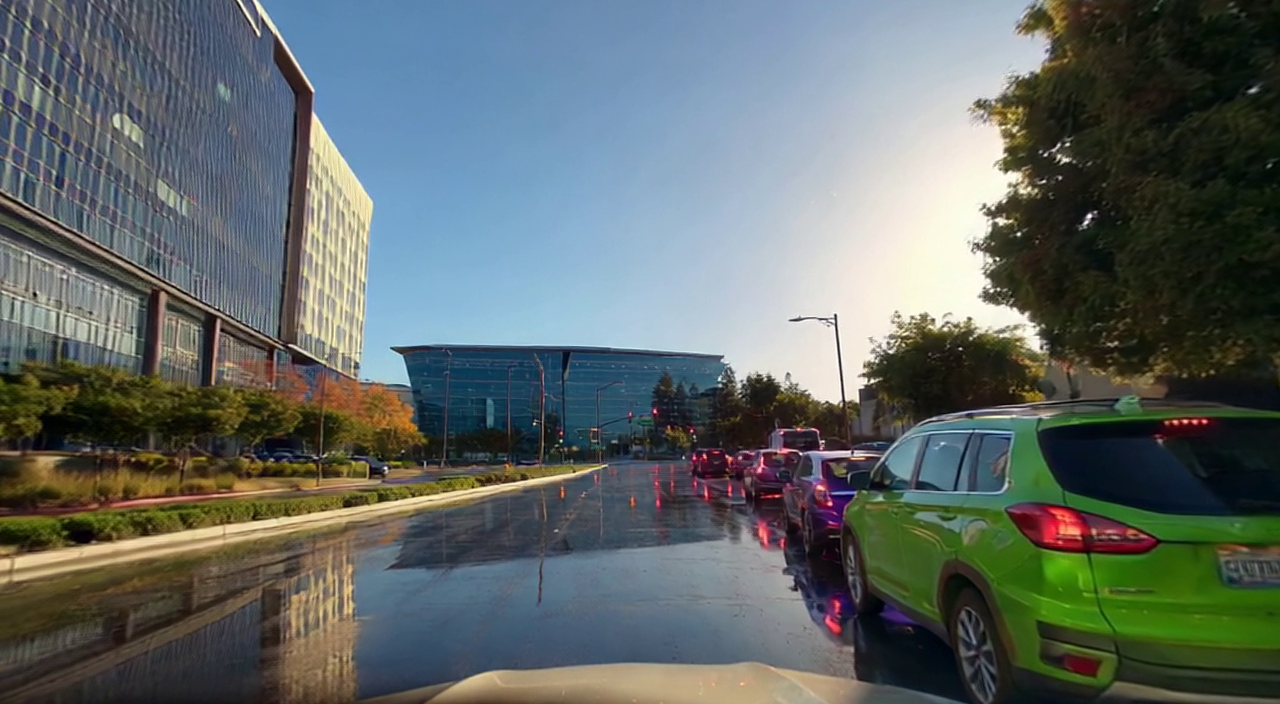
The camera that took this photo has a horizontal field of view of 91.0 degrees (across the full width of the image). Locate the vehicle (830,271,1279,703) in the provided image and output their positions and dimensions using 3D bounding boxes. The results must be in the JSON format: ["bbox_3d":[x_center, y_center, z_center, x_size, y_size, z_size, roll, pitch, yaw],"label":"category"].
[{"bbox_3d":[2.453,1.007,3.475,2.092,1.703,4.870,-2,-9,10],"label":"vehicle"}]

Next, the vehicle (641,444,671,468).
[{"bbox_3d":[1.308,8.132,49.490,2.121,1.728,4.161,-1,-9,5],"label":"vehicle"}]

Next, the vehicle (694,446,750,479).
[{"bbox_3d":[4.107,5.589,32.177,2.183,1.553,3.923,0,-9,-2],"label":"vehicle"}]
